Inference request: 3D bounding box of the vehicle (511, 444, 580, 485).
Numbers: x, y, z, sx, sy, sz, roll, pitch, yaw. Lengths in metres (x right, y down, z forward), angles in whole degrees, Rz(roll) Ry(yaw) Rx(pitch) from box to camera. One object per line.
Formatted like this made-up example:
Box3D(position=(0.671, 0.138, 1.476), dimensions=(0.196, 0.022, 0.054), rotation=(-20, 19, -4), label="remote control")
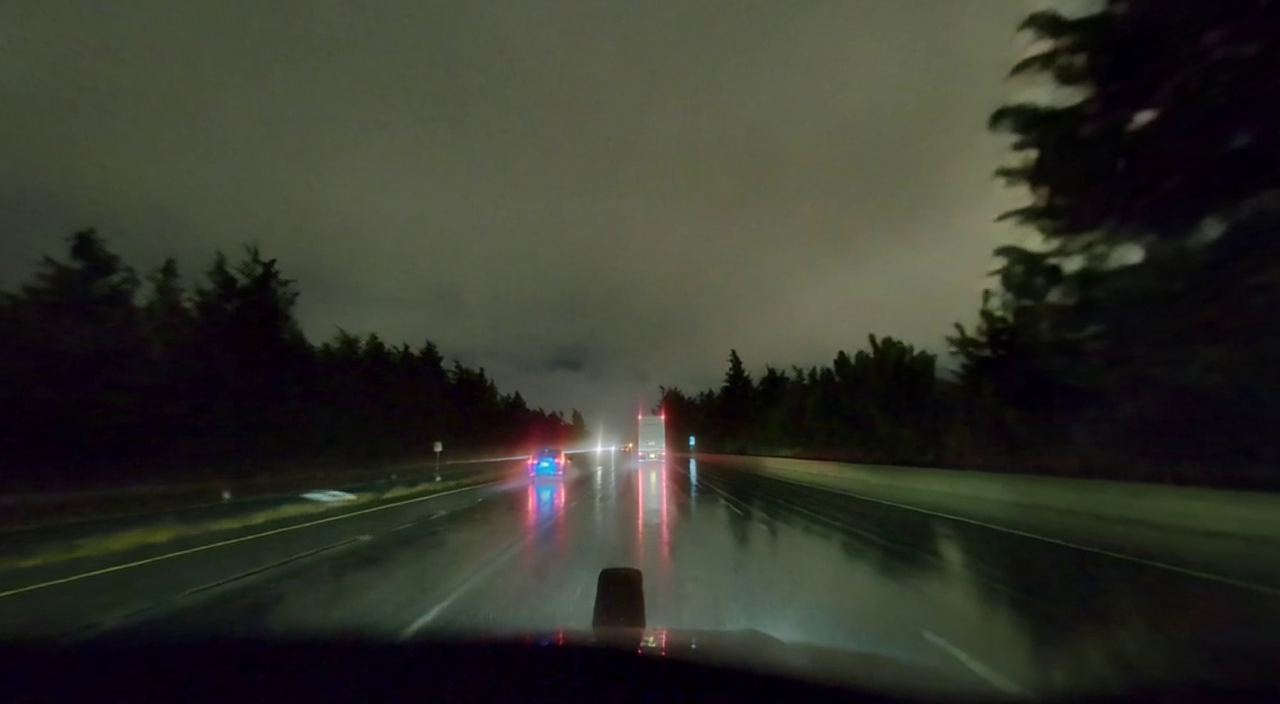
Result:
Box3D(position=(-3.893, 4.737, 26.847), dimensions=(1.999, 1.533, 4.870), rotation=(-1, -9, 2), label="vehicle")
